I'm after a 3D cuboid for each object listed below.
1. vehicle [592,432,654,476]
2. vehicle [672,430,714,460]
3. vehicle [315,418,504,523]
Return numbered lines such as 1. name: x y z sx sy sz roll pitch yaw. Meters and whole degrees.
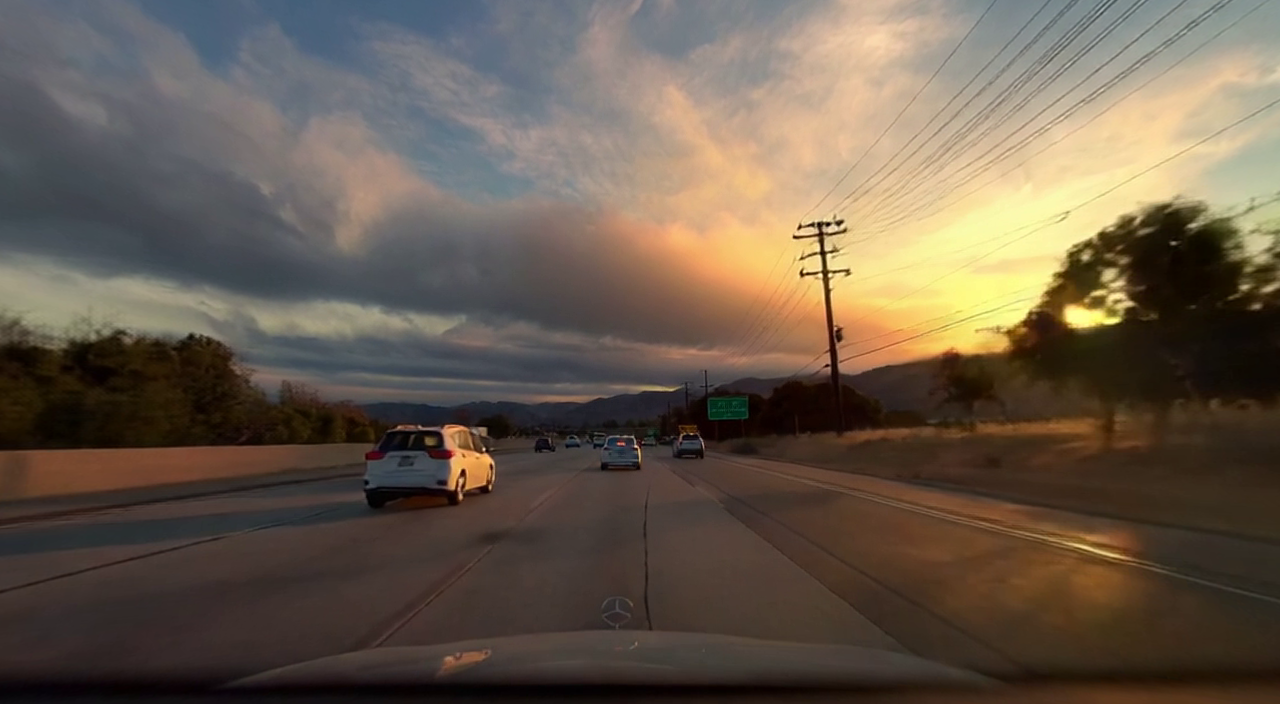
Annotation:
1. vehicle: -0.602 3.676 23.079 2.086 1.488 3.440 0 -7 -1
2. vehicle: 3.134 5.569 38.073 1.950 1.695 4.446 0 -8 -2
3. vehicle: -4.063 2.141 12.087 1.901 1.601 4.610 0 -7 -1
